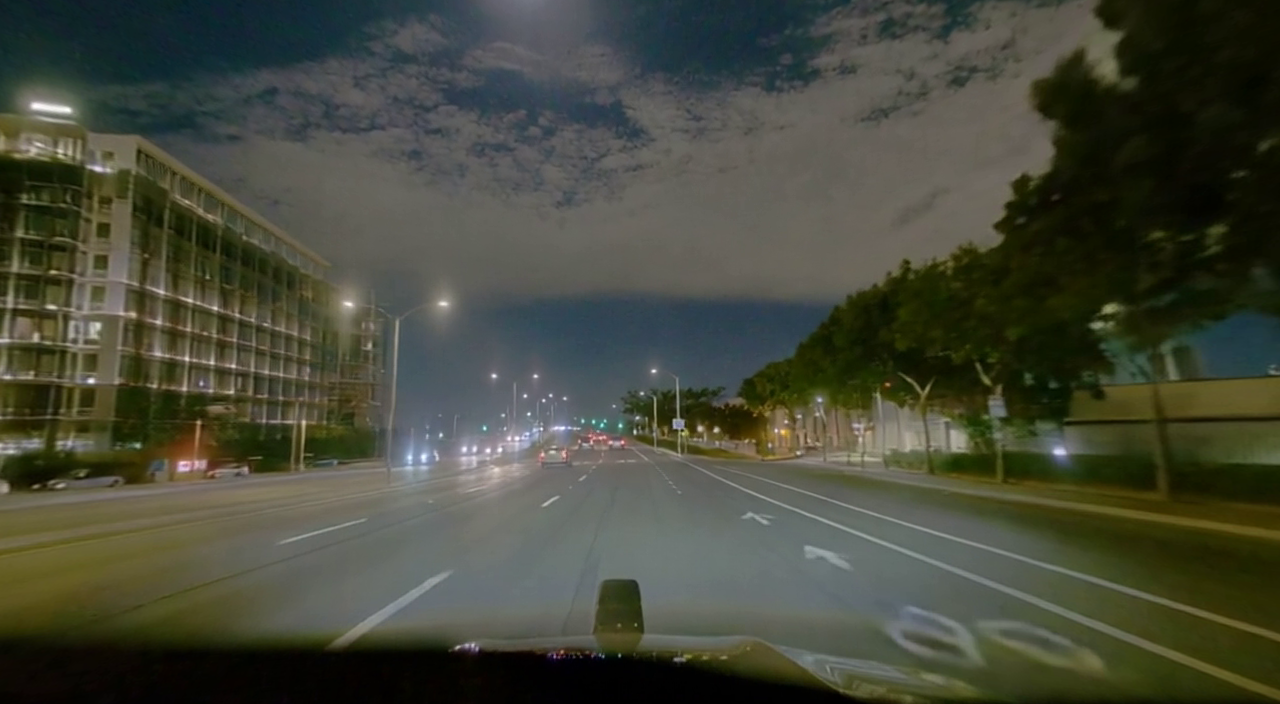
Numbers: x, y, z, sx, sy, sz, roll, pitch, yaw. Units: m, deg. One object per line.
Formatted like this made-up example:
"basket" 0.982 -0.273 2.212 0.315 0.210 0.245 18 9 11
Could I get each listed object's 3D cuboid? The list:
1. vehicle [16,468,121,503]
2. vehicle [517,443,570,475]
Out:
"vehicle" -33.627 7.815 37.382 1.912 1.755 4.644 0 -8 -1
"vehicle" -4.738 5.300 31.672 2.025 1.474 4.292 0 -8 -1
